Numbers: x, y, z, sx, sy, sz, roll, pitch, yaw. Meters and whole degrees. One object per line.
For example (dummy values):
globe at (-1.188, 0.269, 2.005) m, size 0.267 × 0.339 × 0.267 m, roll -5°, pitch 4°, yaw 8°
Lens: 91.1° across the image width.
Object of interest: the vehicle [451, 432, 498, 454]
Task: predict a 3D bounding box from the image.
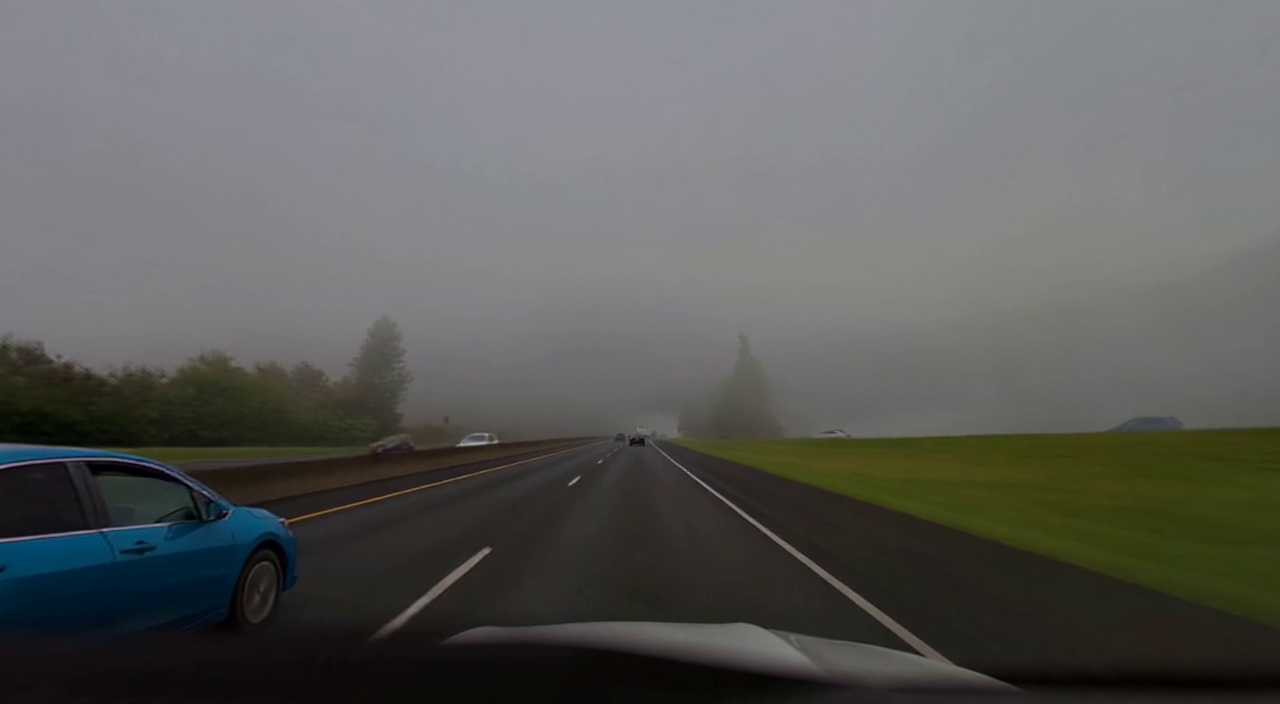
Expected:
vehicle at (-10.916, 6.034, 41.686) m, size 1.941 × 1.352 × 4.224 m, roll 0°, pitch -8°, yaw 1°

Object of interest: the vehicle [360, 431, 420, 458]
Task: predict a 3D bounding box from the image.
vehicle at (-14.737, 5.472, 37.278) m, size 1.860 × 1.531 × 4.001 m, roll 0°, pitch -8°, yaw 1°
